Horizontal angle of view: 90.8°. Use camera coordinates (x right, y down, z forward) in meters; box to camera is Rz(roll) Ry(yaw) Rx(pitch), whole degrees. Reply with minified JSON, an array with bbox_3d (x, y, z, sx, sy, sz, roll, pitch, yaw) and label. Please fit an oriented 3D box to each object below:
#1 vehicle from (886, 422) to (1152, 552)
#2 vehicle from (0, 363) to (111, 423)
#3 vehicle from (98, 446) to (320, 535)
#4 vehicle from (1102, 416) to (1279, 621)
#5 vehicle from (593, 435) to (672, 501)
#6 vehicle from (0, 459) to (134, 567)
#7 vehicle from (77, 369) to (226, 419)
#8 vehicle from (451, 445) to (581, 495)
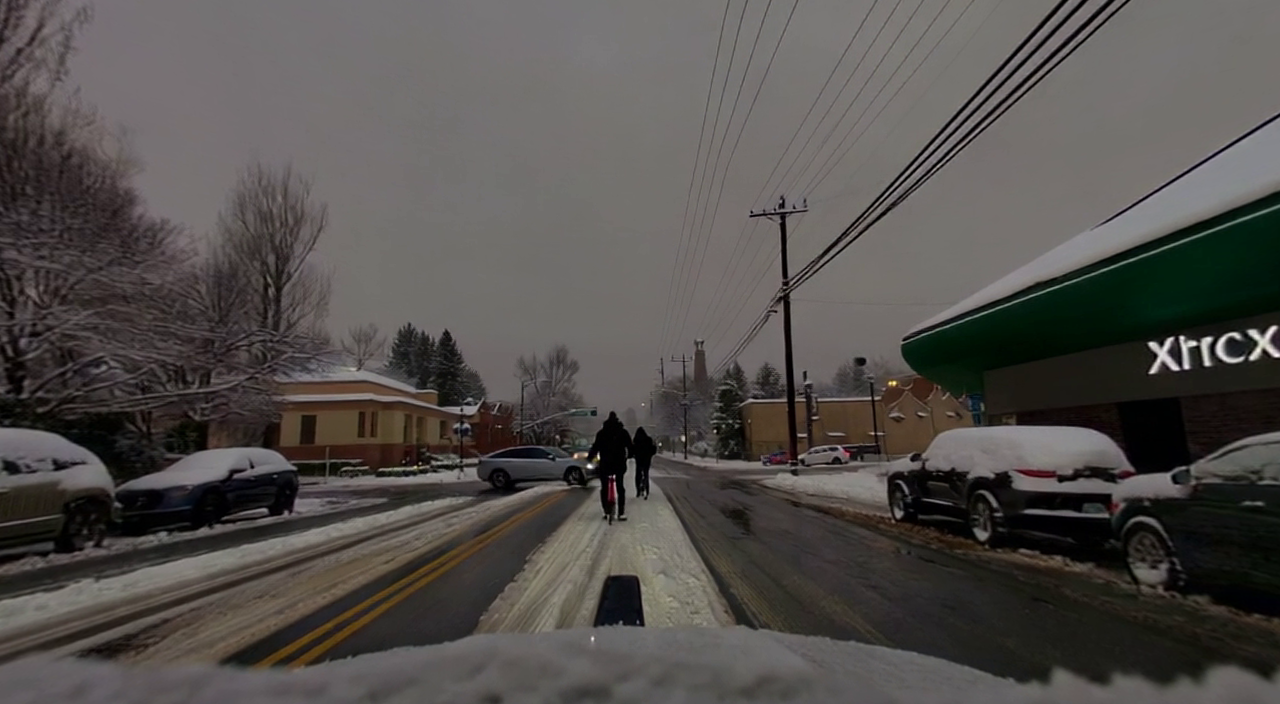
[{"bbox_3d":[5.834,2.093,10.461,1.873,1.714,3.979,0,-8,-1],"label":"vehicle"},{"bbox_3d":[-17.262,1.169,17.400,3.750,1.495,1.727,-1,-8,-2],"label":"vehicle"},{"bbox_3d":[-10.283,3.276,15.727,2.075,1.816,4.900,0,-8,-1],"label":"vehicle"},{"bbox_3d":[5.894,1.255,4.666,1.900,1.566,3.995,0,-8,0],"label":"vehicle"},{"bbox_3d":[-0.175,3.505,19.473,2.190,1.783,4.048,0,-8,1],"label":"vehicle"},{"bbox_3d":[-10.217,2.374,9.205,1.904,1.495,4.585,0,-8,-1],"label":"vehicle"},{"bbox_3d":[-17.108,1.506,22.269,3.685,1.584,1.708,1,-9,-3],"label":"vehicle"},{"bbox_3d":[-5.040,4.740,25.742,4.961,1.832,2.287,2,-9,-13],"label":"vehicle"}]
